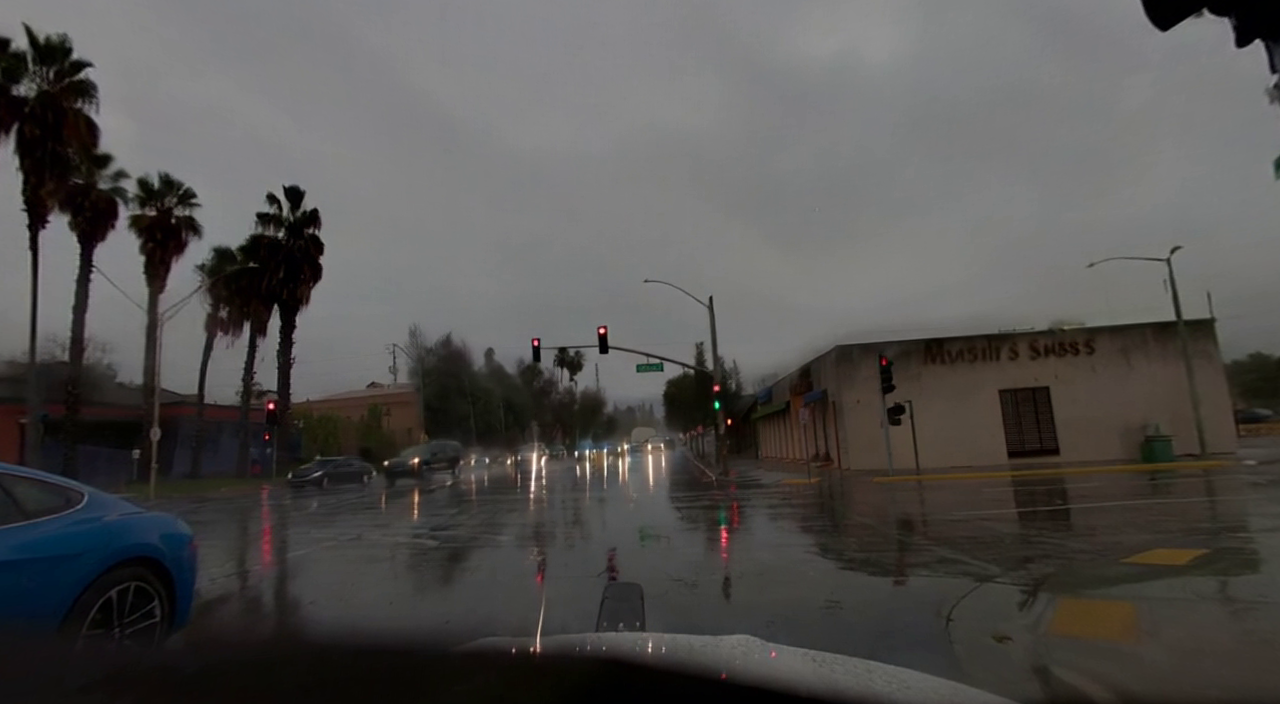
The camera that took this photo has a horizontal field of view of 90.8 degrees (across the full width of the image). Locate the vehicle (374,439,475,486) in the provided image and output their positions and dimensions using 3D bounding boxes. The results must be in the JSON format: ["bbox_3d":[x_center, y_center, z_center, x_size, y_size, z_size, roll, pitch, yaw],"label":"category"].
[{"bbox_3d":[-9.359,4.837,28.031,2.152,1.825,5.406,-1,-9,5],"label":"vehicle"}]

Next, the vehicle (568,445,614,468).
[{"bbox_3d":[-3.301,7.185,43.675,1.839,1.468,4.549,-2,-9,13],"label":"vehicle"}]

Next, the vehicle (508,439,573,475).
[{"bbox_3d":[-5.069,5.458,32.897,2.092,1.709,4.775,-1,-9,6],"label":"vehicle"}]

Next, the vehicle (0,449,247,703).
[{"bbox_3d":[-3.707,1.018,2.257,1.850,1.325,4.295,0,-9,0],"label":"vehicle"}]

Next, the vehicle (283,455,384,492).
[{"bbox_3d":[-13.144,5.216,27.471,1.880,1.440,4.418,-1,-9,5],"label":"vehicle"}]
